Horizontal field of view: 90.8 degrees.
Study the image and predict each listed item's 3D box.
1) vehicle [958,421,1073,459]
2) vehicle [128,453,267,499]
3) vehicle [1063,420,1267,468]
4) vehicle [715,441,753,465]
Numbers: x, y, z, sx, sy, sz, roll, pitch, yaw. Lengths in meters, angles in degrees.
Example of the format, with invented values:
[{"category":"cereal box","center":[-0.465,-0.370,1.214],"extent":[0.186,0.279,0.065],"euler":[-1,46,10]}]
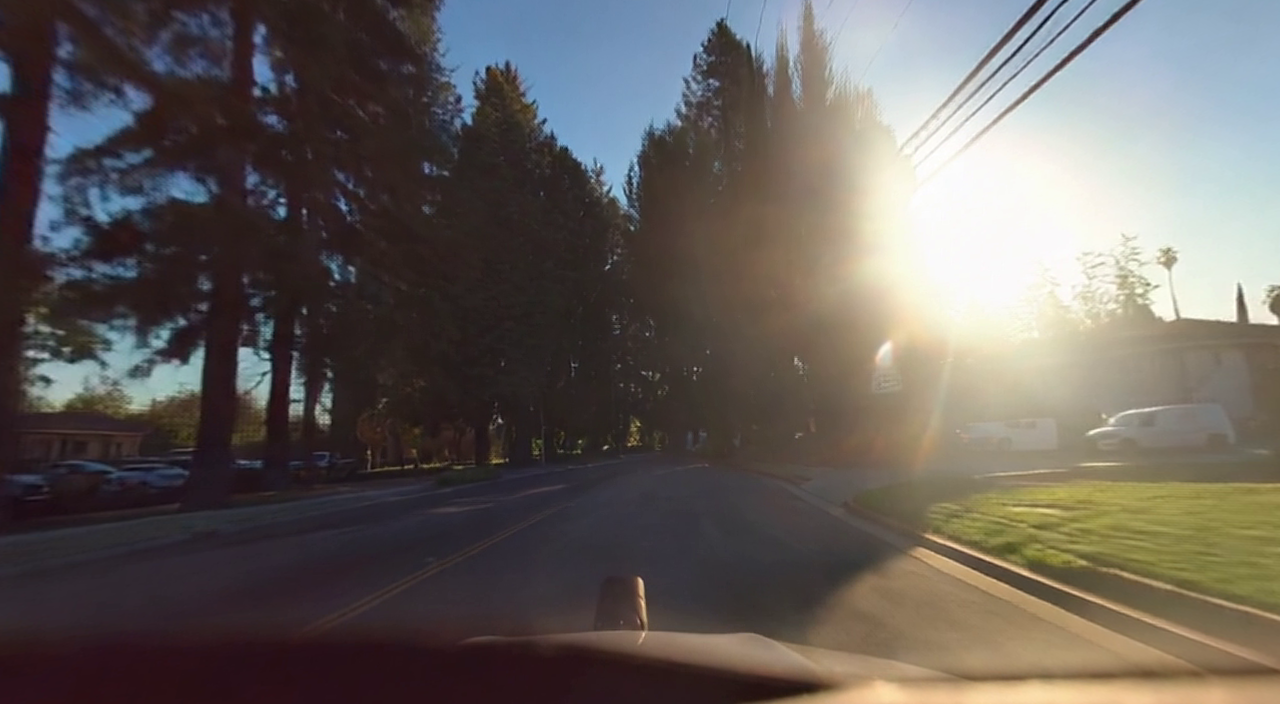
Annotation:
[{"category":"vehicle","center":[17.398,4.123,29.469],"extent":[4.058,1.697,1.943],"euler":[-1,-8,3]},{"category":"vehicle","center":[-17.505,4.901,25.250],"extent":[4.123,1.603,1.906],"euler":[3,-9,-23]},{"category":"vehicle","center":[17.108,3.047,20.852],"extent":[4.727,1.457,1.958],"euler":[-1,-8,8]},{"category":"vehicle","center":[5.886,6.379,40.061],"extent":[1.990,1.435,4.526],"euler":[-1,-8,3]}]
